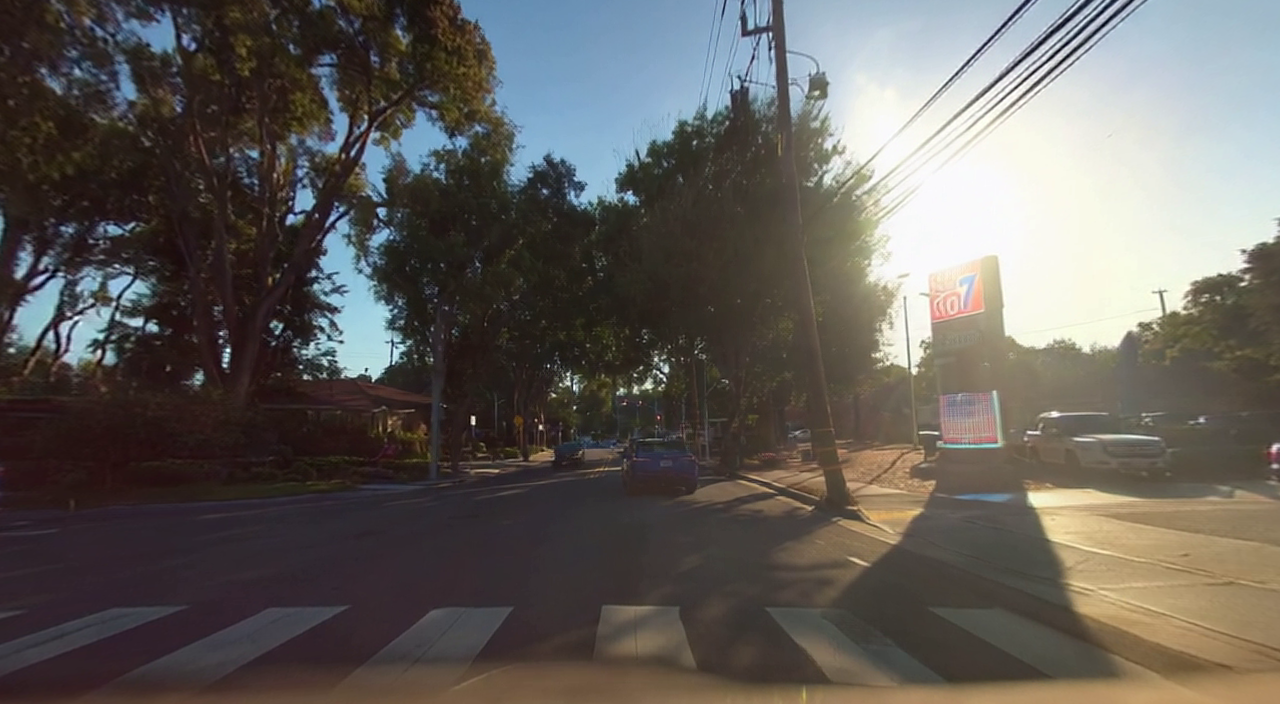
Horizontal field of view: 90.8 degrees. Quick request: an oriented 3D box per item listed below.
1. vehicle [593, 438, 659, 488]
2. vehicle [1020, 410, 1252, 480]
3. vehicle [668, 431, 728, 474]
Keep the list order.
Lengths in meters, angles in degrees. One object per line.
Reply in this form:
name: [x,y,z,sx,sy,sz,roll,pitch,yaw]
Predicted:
vehicle: [-0.546,3.540,20.462,1.874,1.427,3.976,0,-8,-5]
vehicle: [13.343,2.537,17.269,4.518,1.764,2.014,-1,-9,2]
vehicle: [2.710,4.886,30.976,2.553,1.868,5.536,0,-8,2]
